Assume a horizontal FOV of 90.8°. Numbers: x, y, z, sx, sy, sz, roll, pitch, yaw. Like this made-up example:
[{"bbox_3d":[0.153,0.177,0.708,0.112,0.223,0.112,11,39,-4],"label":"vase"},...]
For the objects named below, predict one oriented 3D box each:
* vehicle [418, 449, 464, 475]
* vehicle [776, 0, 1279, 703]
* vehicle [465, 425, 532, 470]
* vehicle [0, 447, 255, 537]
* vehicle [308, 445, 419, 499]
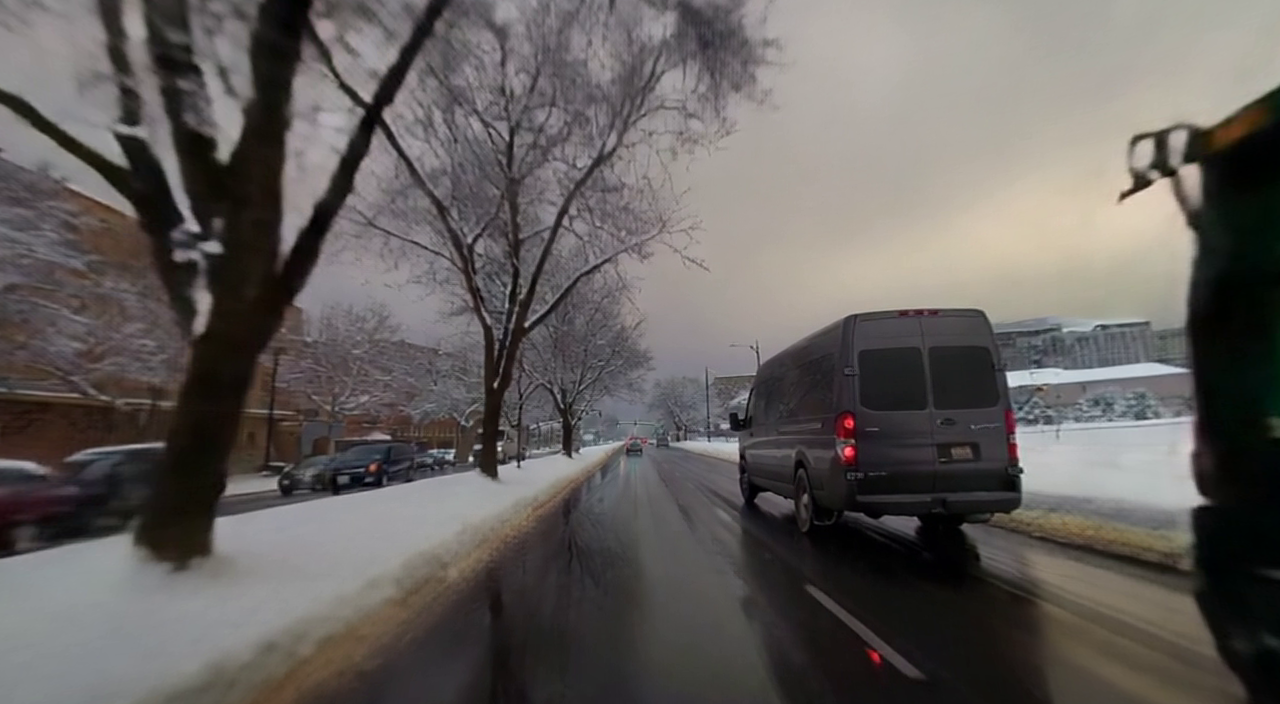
[{"bbox_3d":[-14.301,7.871,45.637,1.901,1.737,4.557,0,-8,-1],"label":"vehicle"},{"bbox_3d":[3.823,0.371,5.655,2.731,3.407,10.262,0,-8,-1],"label":"vehicle"},{"bbox_3d":[-10.516,7.260,48.044,3.257,3.085,9.164,0,-8,-2],"label":"vehicle"},{"bbox_3d":[-13.710,3.637,17.458,2.294,1.960,6.258,0,-8,-1],"label":"vehicle"},{"bbox_3d":[-10.114,4.379,23.569,2.089,1.754,4.573,0,-8,-1],"label":"vehicle"}]
